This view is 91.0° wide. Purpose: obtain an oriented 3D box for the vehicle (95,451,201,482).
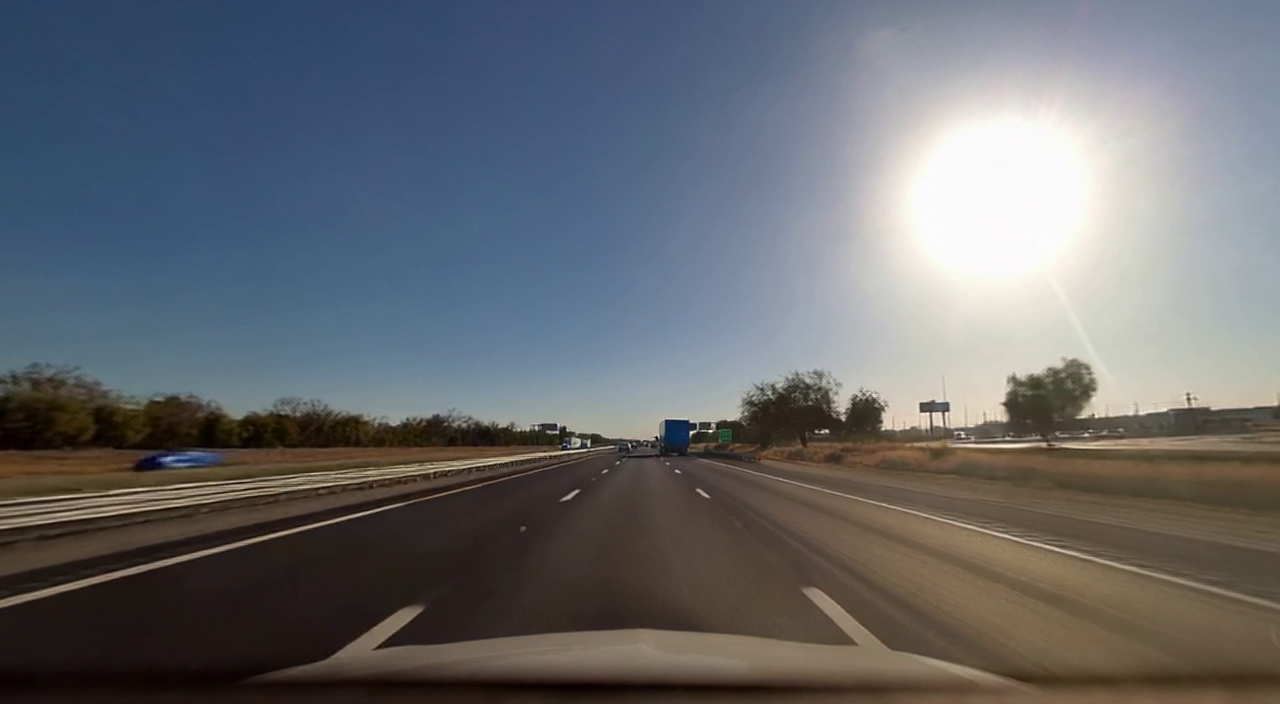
[{"bbox_3d":[-26.987,6.264,34.793,1.936,1.507,4.806,0,-9,1],"label":"vehicle"}]
